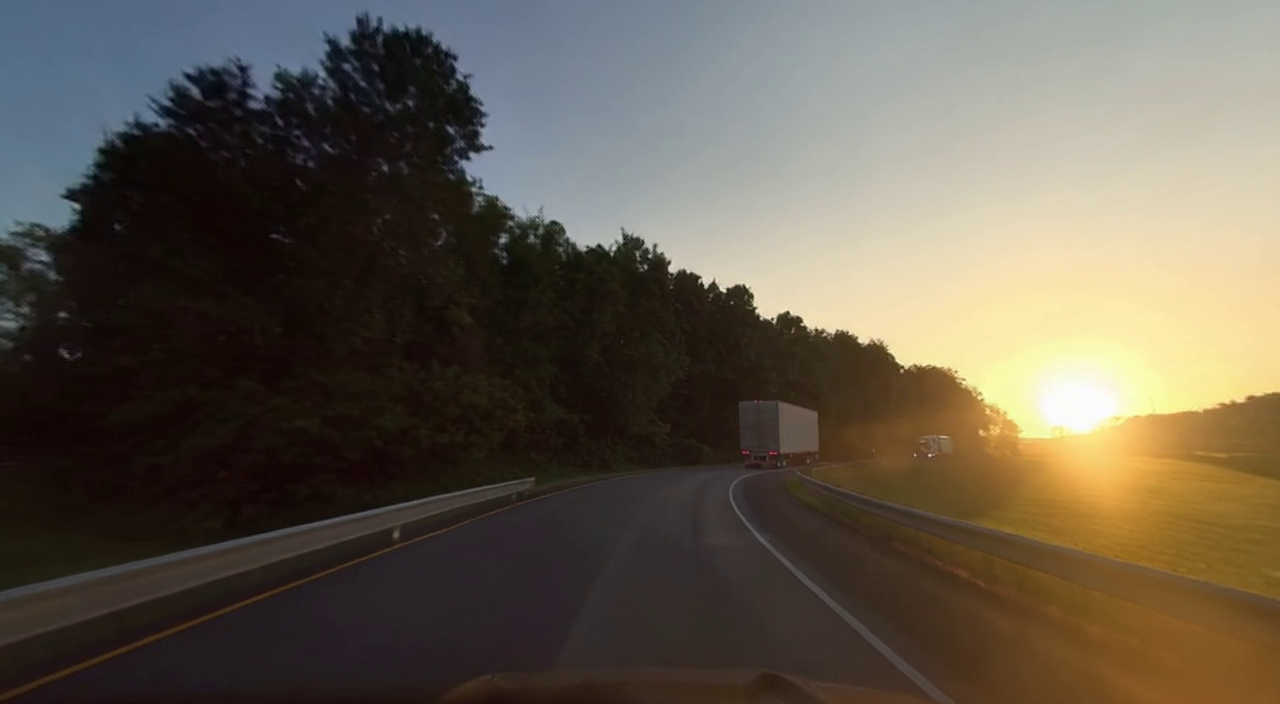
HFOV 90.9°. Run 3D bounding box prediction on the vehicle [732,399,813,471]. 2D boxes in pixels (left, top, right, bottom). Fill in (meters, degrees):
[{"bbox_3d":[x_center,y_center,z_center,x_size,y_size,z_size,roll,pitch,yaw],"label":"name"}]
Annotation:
[{"bbox_3d":[9.547,5.884,43.716,3.087,4.178,13.682,-4,-9,21],"label":"vehicle"}]
